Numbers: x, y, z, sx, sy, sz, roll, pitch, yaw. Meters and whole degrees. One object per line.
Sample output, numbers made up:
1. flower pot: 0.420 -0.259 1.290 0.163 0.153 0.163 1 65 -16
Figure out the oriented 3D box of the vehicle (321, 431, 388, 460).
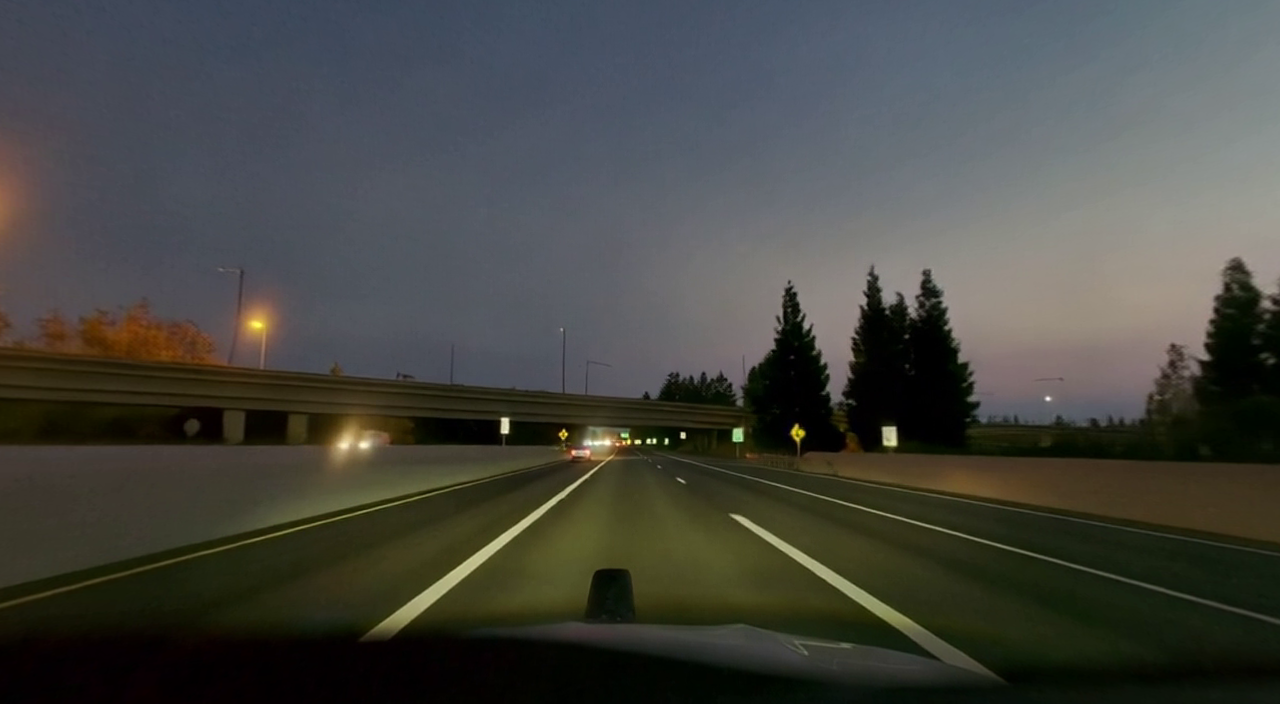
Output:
1. vehicle: -16.504 5.443 36.447 1.978 1.530 4.057 0 -9 -1
